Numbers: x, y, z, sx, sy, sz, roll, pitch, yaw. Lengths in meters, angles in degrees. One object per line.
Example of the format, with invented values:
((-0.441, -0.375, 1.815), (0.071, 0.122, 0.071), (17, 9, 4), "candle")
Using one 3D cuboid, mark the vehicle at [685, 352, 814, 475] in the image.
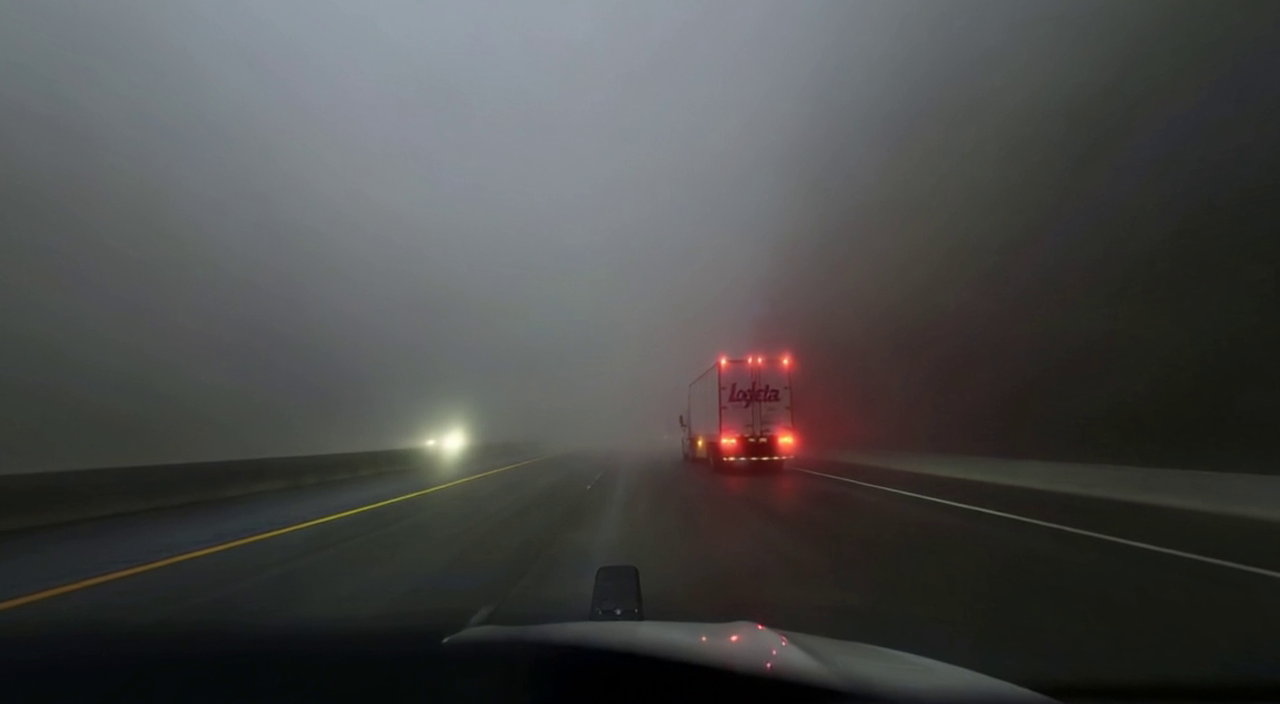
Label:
((4.079, 2.960, 27.684), (2.920, 4.029, 13.900), (0, -8, -1), "vehicle")
